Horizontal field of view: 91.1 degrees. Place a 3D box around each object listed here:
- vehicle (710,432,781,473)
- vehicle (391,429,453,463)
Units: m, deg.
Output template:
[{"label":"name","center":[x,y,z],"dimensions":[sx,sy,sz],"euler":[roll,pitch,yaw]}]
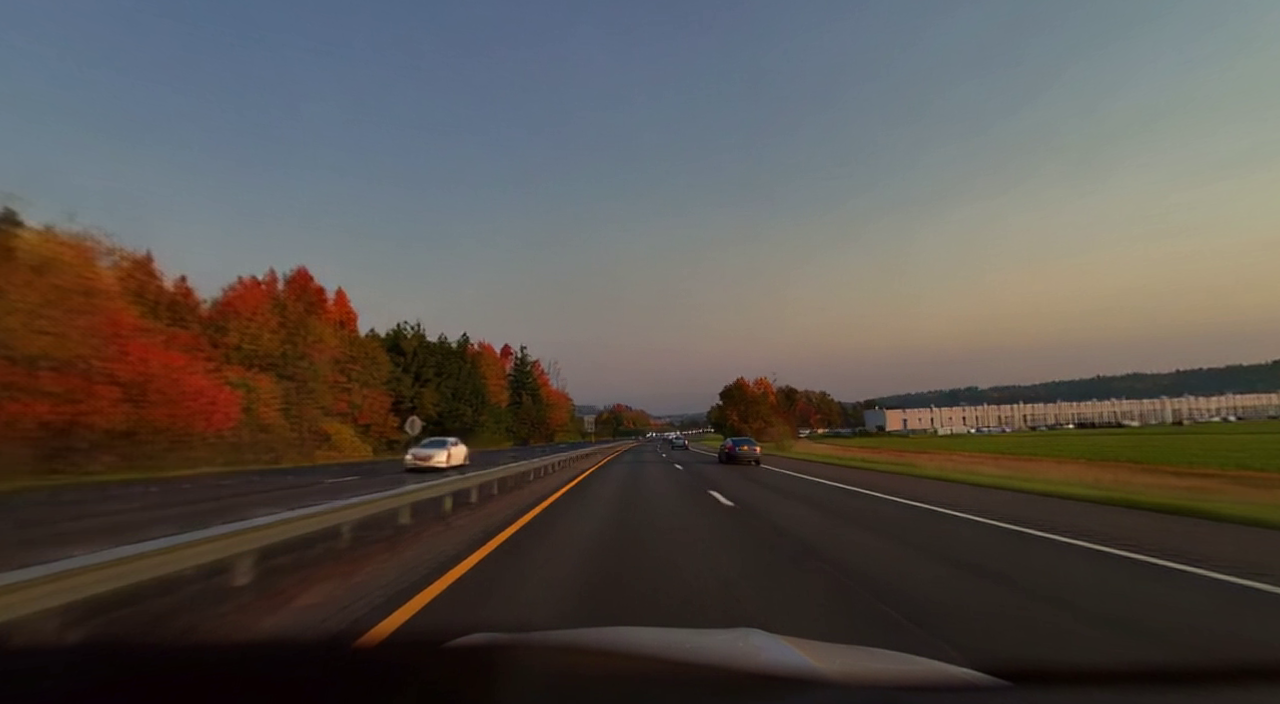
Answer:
[{"label":"vehicle","center":[4.155,4.019,25.410],"dimensions":[2.024,1.516,4.197],"euler":[0,-8,-1]},{"label":"vehicle","center":[-13.202,5.709,38.324],"dimensions":[2.025,1.874,4.956],"euler":[0,-8,-1]}]
